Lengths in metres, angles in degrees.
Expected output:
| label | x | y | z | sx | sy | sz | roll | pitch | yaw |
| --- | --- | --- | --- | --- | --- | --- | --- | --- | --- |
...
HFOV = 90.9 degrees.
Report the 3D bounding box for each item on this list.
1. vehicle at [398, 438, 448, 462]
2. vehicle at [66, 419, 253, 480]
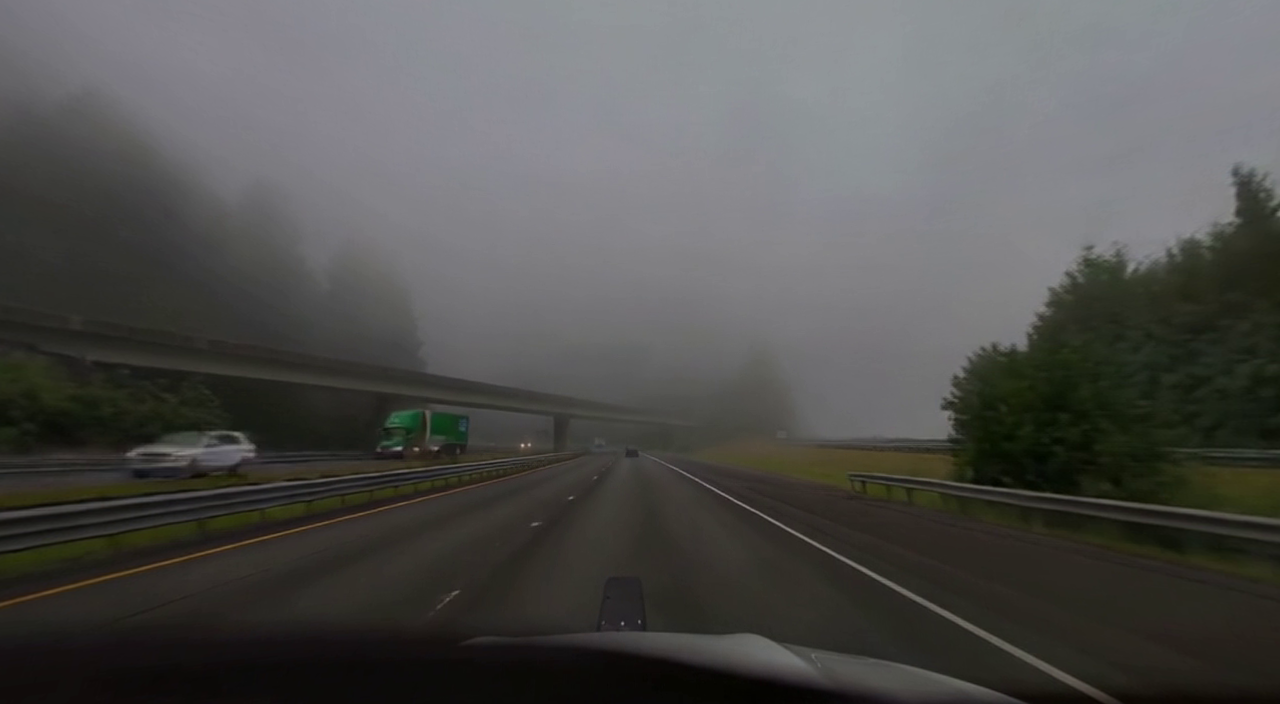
| label | x | y | z | sx | sy | sz | roll | pitch | yaw |
| --- | --- | --- | --- | --- | --- | --- | --- | --- | --- |
| vehicle | -14.734 | 6.694 | 43.039 | 1.904 | 1.541 | 4.434 | 0 | -9 | -1 |
| vehicle | -14.409 | 2.995 | 19.380 | 2.117 | 1.623 | 4.690 | 0 | -9 | -1 |
